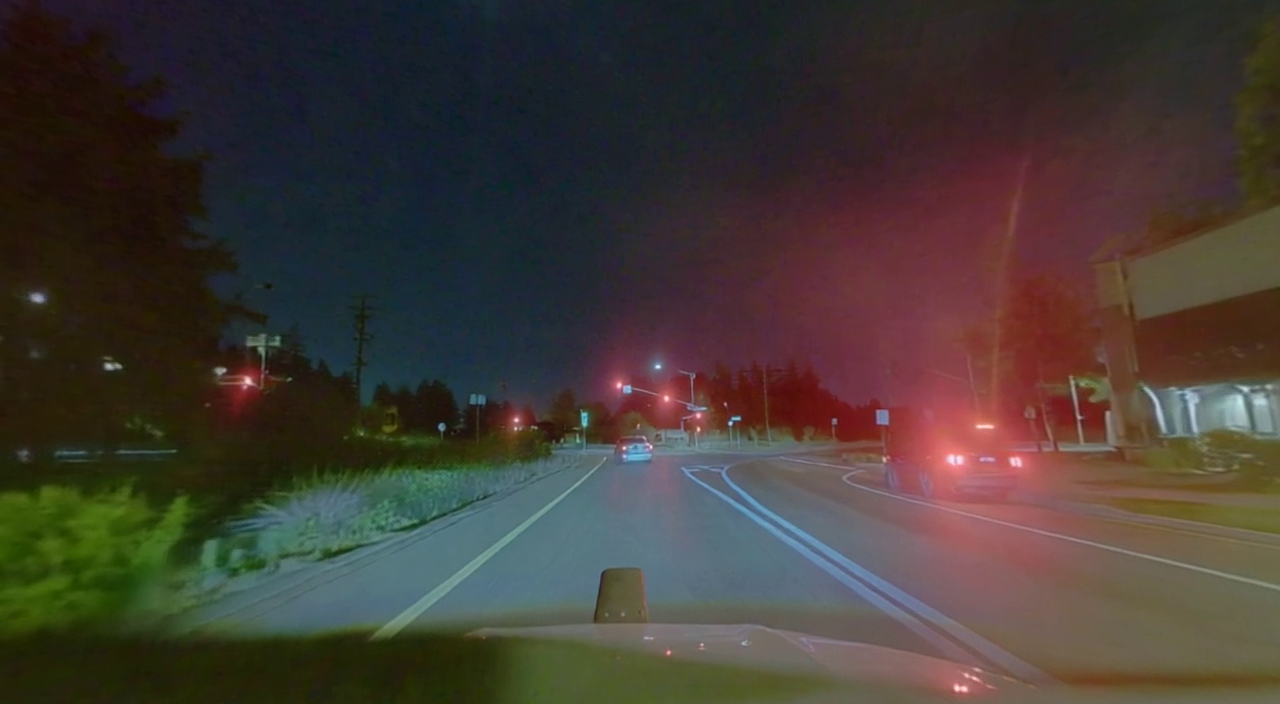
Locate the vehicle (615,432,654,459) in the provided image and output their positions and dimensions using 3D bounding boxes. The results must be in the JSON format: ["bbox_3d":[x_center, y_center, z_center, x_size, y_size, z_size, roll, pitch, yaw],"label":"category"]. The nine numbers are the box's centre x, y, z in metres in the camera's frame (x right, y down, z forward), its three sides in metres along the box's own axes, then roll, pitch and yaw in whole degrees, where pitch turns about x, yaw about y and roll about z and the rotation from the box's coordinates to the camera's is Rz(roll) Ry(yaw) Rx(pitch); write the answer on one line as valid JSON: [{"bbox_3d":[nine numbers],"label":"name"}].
[{"bbox_3d":[-0.352,5.328,36.019,2.056,1.473,4.380,0,-8,-1],"label":"vehicle"}]
